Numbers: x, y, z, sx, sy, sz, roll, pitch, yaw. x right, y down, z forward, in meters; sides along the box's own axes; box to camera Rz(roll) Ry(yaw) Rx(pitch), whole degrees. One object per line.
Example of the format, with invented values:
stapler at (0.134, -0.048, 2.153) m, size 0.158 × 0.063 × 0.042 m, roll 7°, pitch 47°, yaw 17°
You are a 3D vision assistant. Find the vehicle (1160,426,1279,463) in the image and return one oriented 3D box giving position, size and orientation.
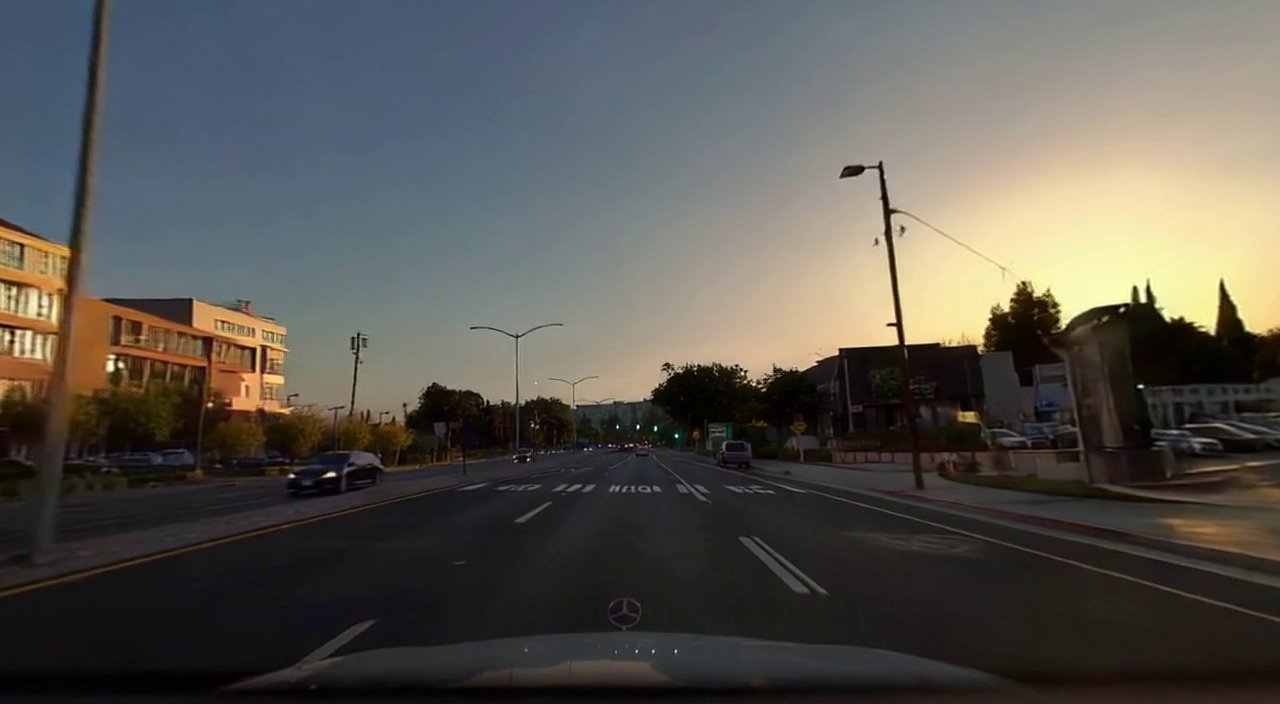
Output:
vehicle at (28.296, 4.494, 30.478) m, size 1.898 × 1.609 × 4.864 m, roll 0°, pitch -9°, yaw 0°

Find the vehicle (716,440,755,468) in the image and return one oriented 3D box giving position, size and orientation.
vehicle at (6.811, 7.311, 45.136) m, size 2.017 × 1.839 × 4.351 m, roll 0°, pitch -9°, yaw -1°

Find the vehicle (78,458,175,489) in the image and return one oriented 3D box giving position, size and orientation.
vehicle at (-31.144, 7.362, 38.240) m, size 4.351 × 1.547 × 1.998 m, roll 3°, pitch -11°, yaw -34°

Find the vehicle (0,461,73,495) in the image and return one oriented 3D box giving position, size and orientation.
vehicle at (-31.290, 6.281, 31.198) m, size 4.360 × 1.536 × 1.990 m, roll 7°, pitch -11°, yaw -39°

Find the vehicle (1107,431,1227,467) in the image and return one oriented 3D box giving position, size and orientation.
vehicle at (25.717, 4.777, 30.893) m, size 1.908 × 1.617 × 4.452 m, roll 0°, pitch -9°, yaw -2°

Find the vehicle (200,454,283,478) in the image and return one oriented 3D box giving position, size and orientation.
vehicle at (-29.500, 8.405, 46.690) m, size 5.026 × 1.615 × 1.939 m, roll 5°, pitch -10°, yaw -30°

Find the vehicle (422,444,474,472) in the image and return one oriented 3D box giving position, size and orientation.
vehicle at (-13.383, 7.401, 44.096) m, size 2.398 × 1.807 × 4.507 m, roll 0°, pitch -9°, yaw -3°

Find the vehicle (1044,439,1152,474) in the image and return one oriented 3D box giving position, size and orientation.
vehicle at (22.846, 5.180, 31.566) m, size 2.025 × 1.586 × 4.486 m, roll -1°, pitch -8°, yaw 0°

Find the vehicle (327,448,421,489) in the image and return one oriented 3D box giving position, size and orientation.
vehicle at (-12.267, 5.367, 29.421) m, size 2.082 × 1.712 × 5.122 m, roll 0°, pitch -9°, yaw 1°
